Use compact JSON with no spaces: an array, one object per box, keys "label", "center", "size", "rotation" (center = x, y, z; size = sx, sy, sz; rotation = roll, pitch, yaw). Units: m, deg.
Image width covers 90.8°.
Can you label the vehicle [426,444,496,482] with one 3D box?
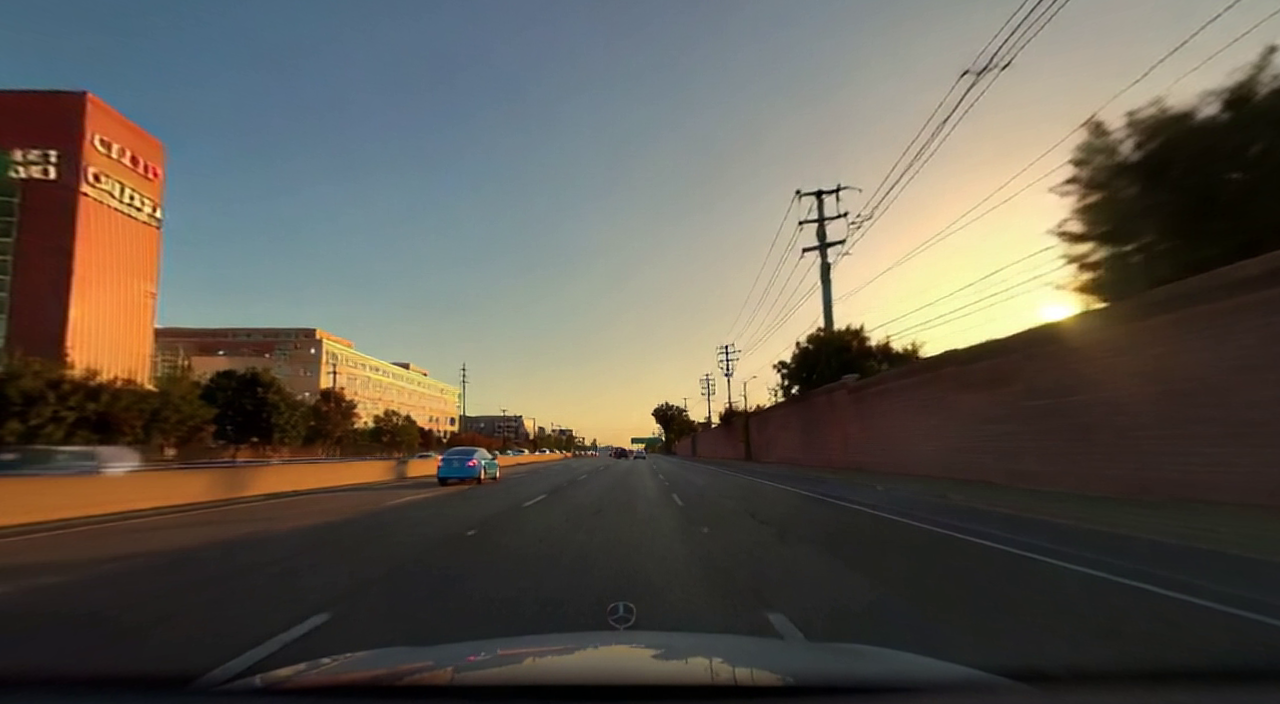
[{"label":"vehicle","center":[-8.026,5.000,28.703],"size":[2.013,1.574,3.923],"rotation":[0,-9,0]}]

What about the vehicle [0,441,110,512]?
[{"label":"vehicle","center":[-14.907,2.801,14.333],"size":[1.935,1.535,4.391],"rotation":[0,-9,0]}]
